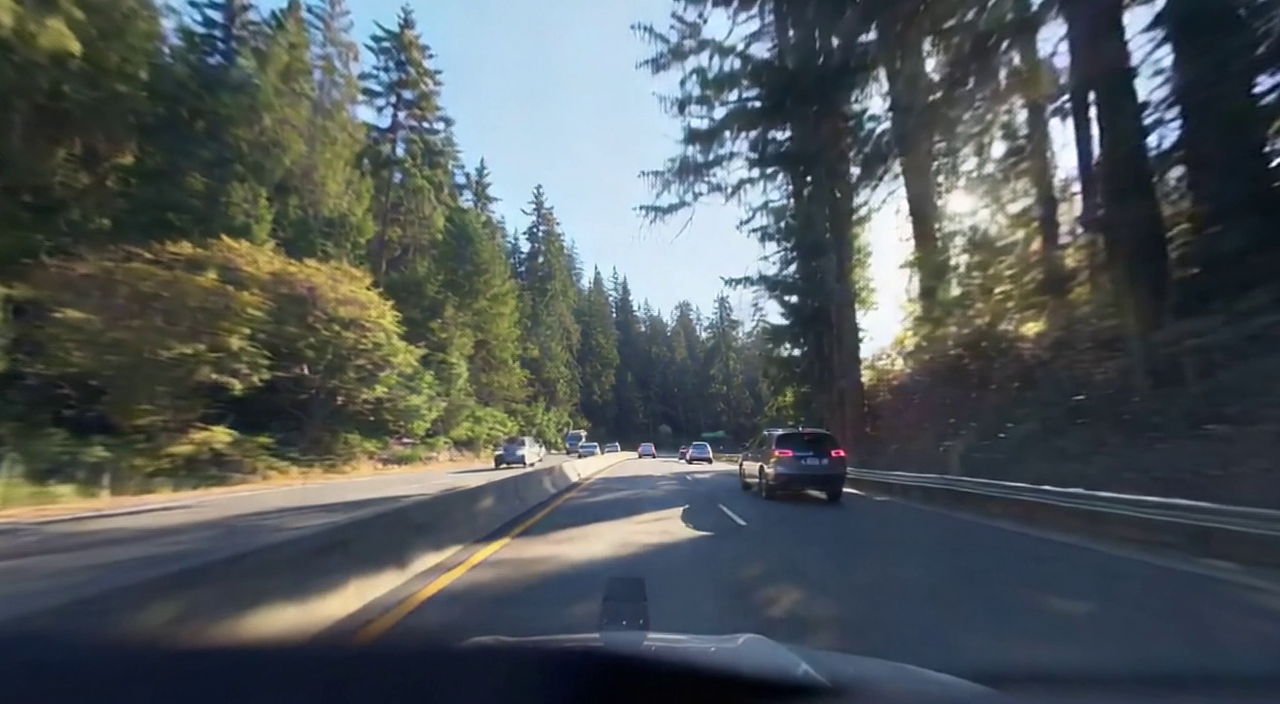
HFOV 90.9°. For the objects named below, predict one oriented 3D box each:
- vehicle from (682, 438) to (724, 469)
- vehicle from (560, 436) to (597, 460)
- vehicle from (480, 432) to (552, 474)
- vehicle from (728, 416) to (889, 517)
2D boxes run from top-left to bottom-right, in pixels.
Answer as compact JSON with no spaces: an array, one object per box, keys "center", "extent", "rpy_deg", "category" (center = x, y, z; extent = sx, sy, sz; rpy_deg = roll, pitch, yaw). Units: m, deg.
[{"center":[3.704,6.064,37.836],"extent":[2.112,1.708,4.380],"rpy_deg":[0,-8,0],"category":"vehicle"},{"center":[-4.437,7.009,46.318],"extent":[2.054,1.683,4.384],"rpy_deg":[0,-8,3],"category":"vehicle"},{"center":[-5.301,4.386,27.631],"extent":[2.146,1.707,4.326],"rpy_deg":[0,-8,1],"category":"vehicle"},{"center":[3.529,2.505,14.370],"extent":[2.270,1.897,4.822],"rpy_deg":[0,-8,-1],"category":"vehicle"}]
